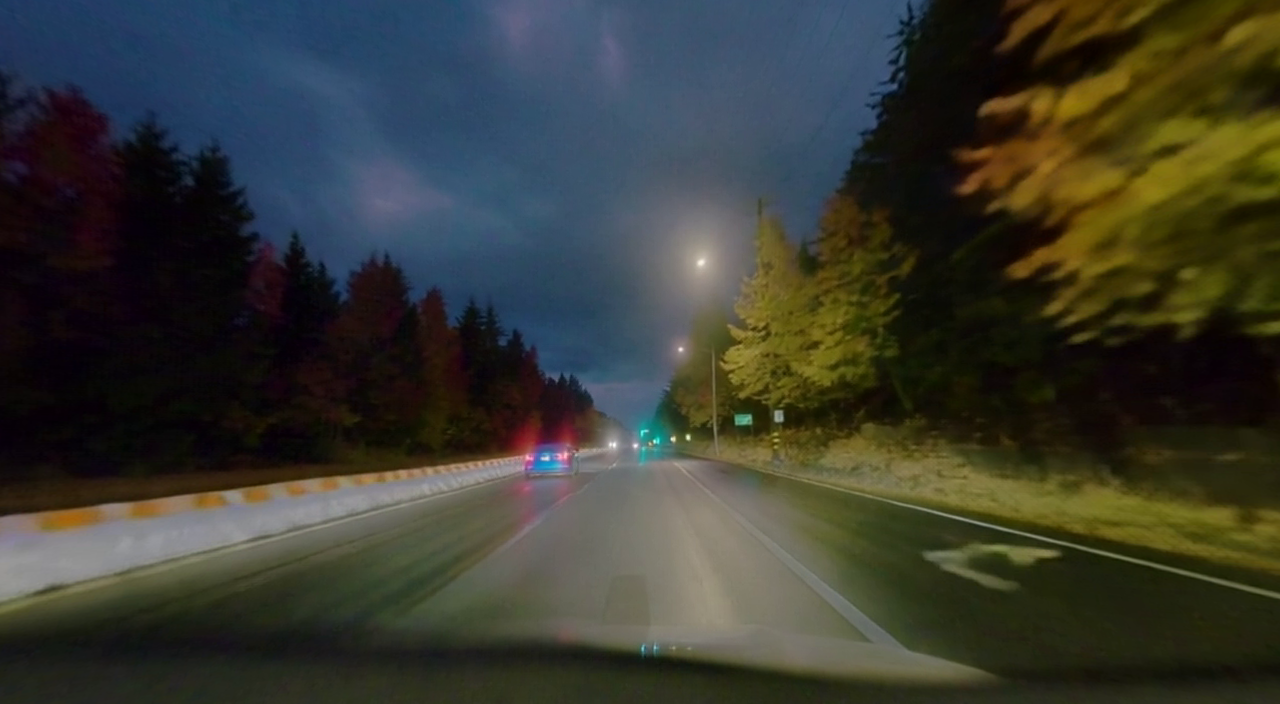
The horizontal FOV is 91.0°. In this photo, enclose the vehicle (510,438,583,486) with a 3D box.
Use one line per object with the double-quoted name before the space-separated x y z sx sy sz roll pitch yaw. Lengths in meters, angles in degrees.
"vehicle" -3.172 3.825 22.201 1.902 1.505 4.016 0 -8 1
